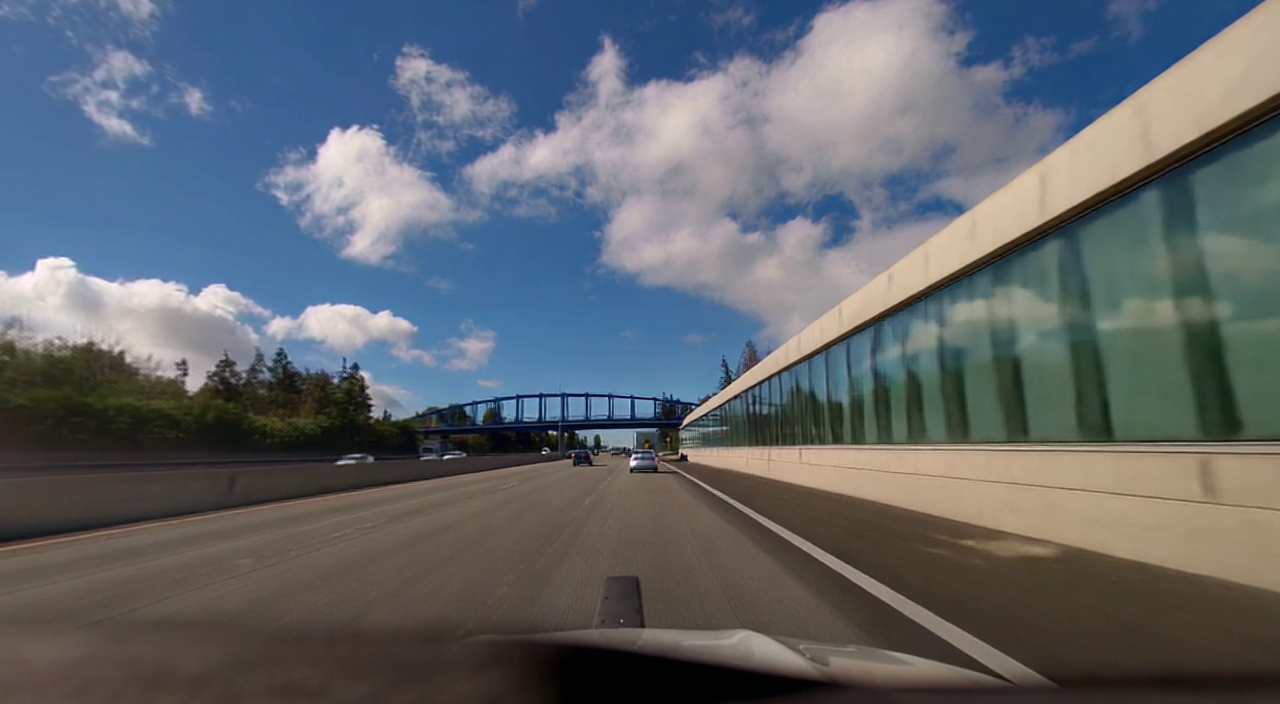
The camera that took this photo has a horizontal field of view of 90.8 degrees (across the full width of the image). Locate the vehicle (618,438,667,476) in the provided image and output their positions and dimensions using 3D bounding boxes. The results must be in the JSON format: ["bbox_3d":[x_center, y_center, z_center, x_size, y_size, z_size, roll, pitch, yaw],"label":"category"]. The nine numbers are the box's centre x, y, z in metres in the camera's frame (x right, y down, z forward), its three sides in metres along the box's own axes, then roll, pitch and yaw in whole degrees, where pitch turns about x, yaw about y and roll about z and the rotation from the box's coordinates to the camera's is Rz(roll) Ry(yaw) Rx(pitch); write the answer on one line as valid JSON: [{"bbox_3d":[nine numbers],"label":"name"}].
[{"bbox_3d":[0.081,5.230,31.507,2.299,1.716,4.579,0,-9,-1],"label":"vehicle"}]
